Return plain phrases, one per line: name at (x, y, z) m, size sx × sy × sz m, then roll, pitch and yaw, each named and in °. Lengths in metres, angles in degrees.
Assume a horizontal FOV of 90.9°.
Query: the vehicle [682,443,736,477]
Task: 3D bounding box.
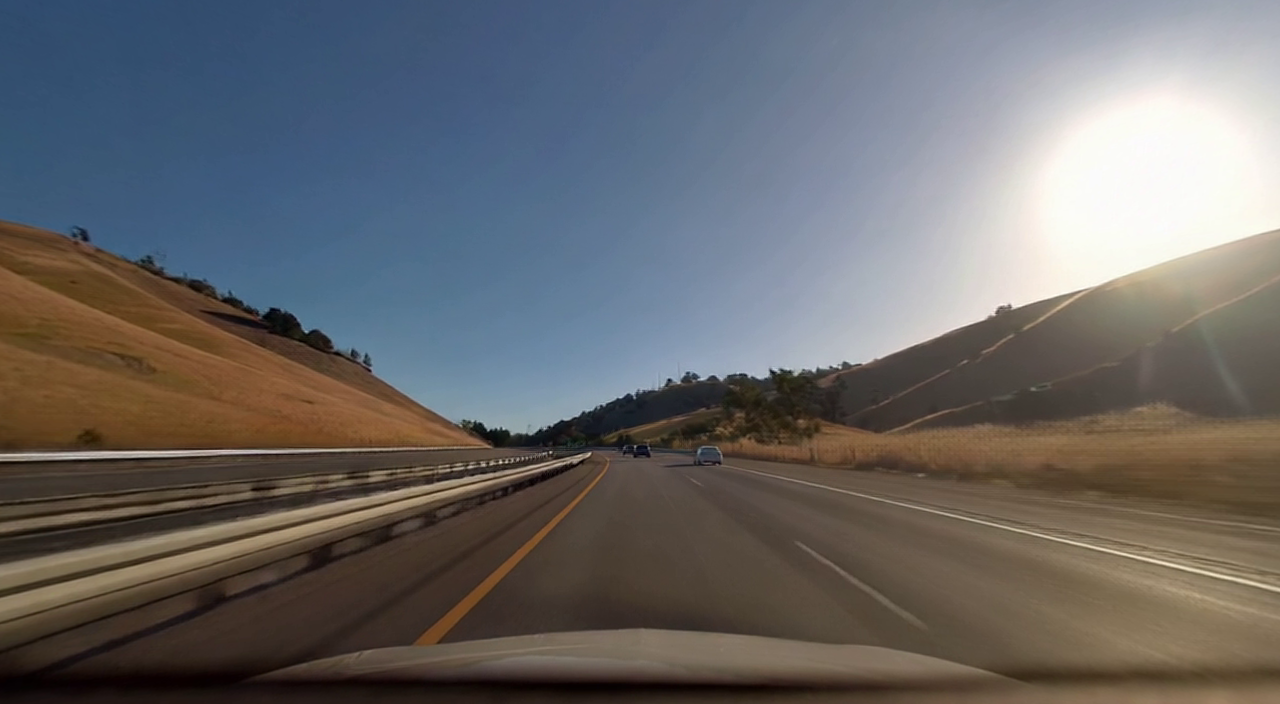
vehicle at (3.294, 5.239, 30.985) m, size 1.960 × 1.516 × 4.657 m, roll 0°, pitch -8°, yaw -2°
